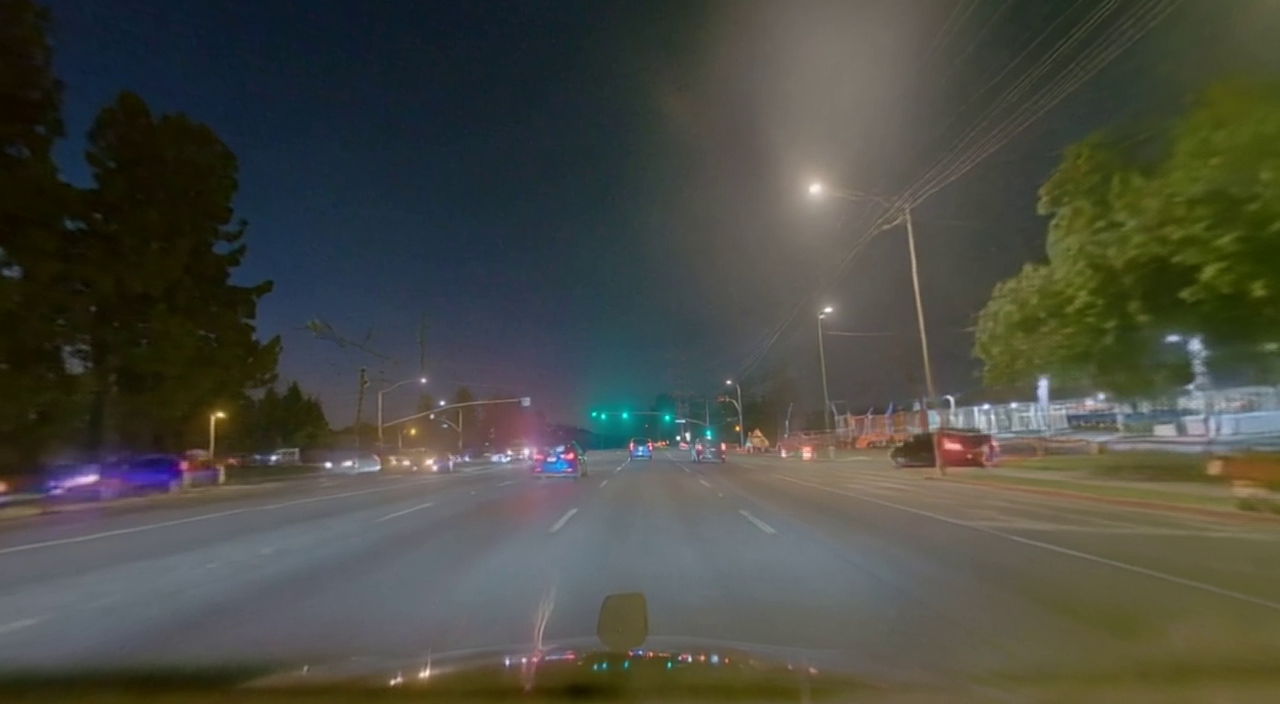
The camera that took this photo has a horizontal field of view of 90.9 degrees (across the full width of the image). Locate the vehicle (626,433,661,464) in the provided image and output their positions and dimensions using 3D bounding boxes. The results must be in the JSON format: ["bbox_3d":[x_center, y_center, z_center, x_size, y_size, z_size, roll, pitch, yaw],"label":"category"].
[{"bbox_3d":[0.244,6.106,40.067,2.060,1.845,4.151,-1,-8,1],"label":"vehicle"}]

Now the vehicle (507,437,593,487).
[{"bbox_3d":[-2.895,3.683,21.463,2.087,1.480,4.825,-1,-8,1],"label":"vehicle"}]

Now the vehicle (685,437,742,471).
[{"bbox_3d":[3.389,4.816,29.982,2.142,1.475,4.565,0,-8,0],"label":"vehicle"}]

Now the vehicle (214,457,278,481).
[{"bbox_3d":[-27.194,8.087,43.675,1.676,1.438,4.232,0,-8,0],"label":"vehicle"}]

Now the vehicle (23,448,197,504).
[{"bbox_3d":[-17.694,4.109,21.416,2.036,1.649,4.493,0,-8,-1],"label":"vehicle"}]

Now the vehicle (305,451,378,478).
[{"bbox_3d":[-17.382,6.542,36.959,1.924,1.446,4.625,-1,-8,1],"label":"vehicle"}]

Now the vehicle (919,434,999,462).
[{"bbox_3d":[17.765,5.306,35.033,4.677,1.466,1.928,6,-10,-36],"label":"vehicle"}]
